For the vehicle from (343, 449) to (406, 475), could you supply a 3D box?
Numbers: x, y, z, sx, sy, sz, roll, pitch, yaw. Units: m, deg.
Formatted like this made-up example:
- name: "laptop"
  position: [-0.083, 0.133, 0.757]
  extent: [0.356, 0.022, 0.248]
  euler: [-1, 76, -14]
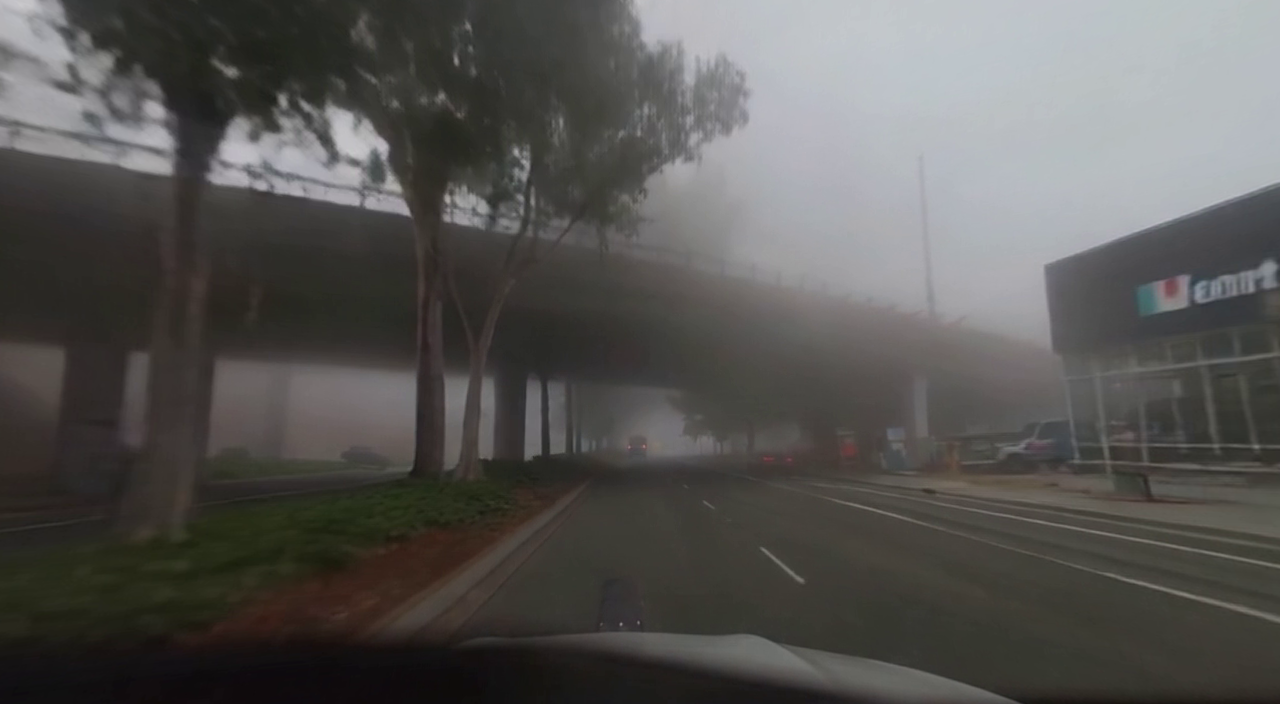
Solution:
- name: "vehicle"
  position: [-19.275, 7.885, 45.631]
  extent: [2.613, 1.746, 6.093]
  euler: [6, -11, -37]
